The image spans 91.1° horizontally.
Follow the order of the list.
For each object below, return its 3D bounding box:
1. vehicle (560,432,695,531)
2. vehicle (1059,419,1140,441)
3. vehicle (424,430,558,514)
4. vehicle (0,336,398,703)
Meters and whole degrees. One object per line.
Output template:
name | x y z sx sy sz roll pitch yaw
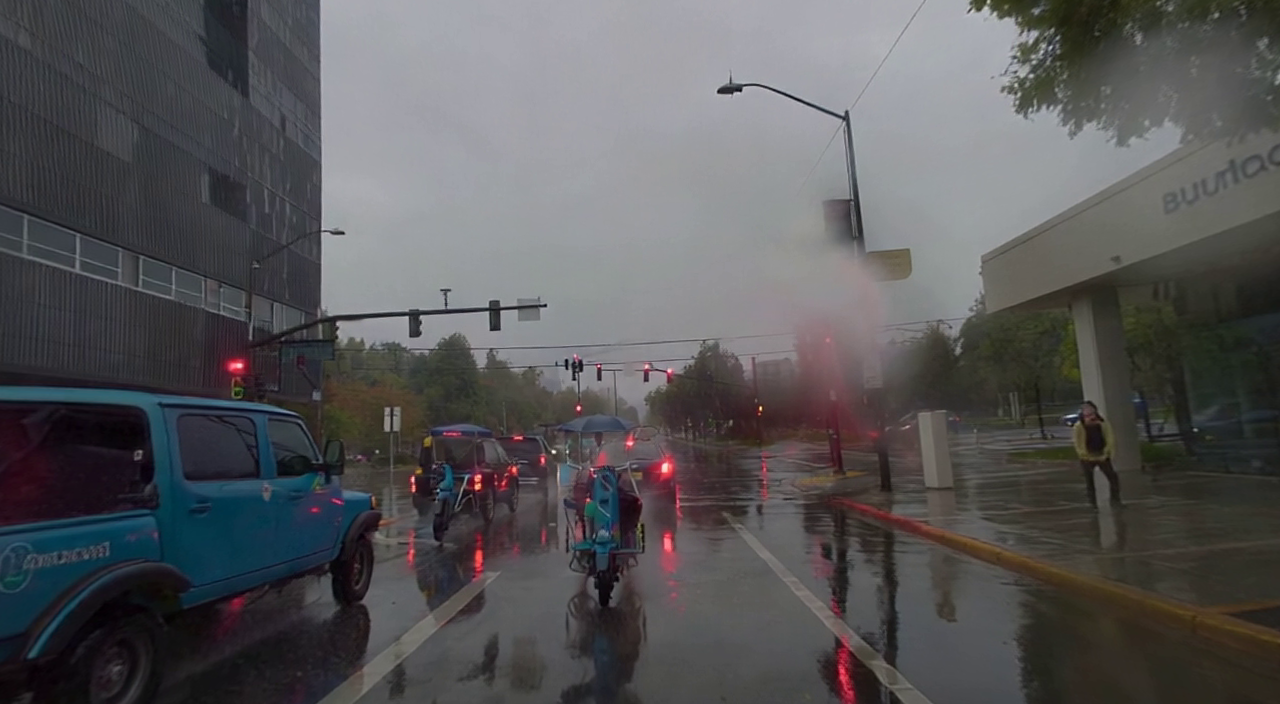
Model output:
vehicle | -0.164 2.253 11.529 2.025 1.458 4.085 0 -8 1
vehicle | 30.734 5.265 42.088 1.751 1.420 4.027 8 -12 -43
vehicle | -3.180 2.652 14.368 1.935 1.615 4.073 -1 -8 2
vehicle | -3.610 1.130 4.438 2.000 1.809 4.405 0 -8 0
